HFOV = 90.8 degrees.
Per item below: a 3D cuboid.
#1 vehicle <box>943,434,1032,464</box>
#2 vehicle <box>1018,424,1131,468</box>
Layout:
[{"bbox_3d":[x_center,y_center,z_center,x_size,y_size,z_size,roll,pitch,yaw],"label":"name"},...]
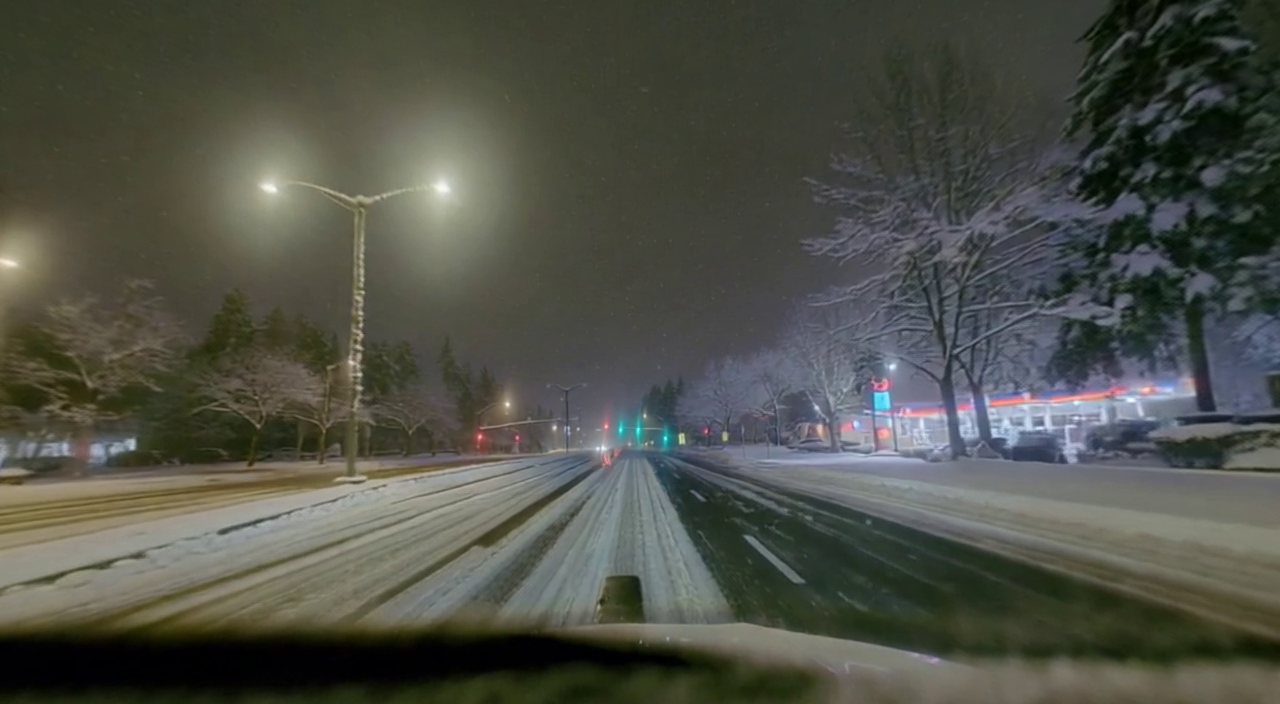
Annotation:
[{"bbox_3d":[17.926,5.049,32.921,1.912,1.452,4.796,0,-8,0],"label":"vehicle"},{"bbox_3d":[22.978,4.946,33.740,2.094,1.937,5.262,-3,-5,-2],"label":"vehicle"}]
